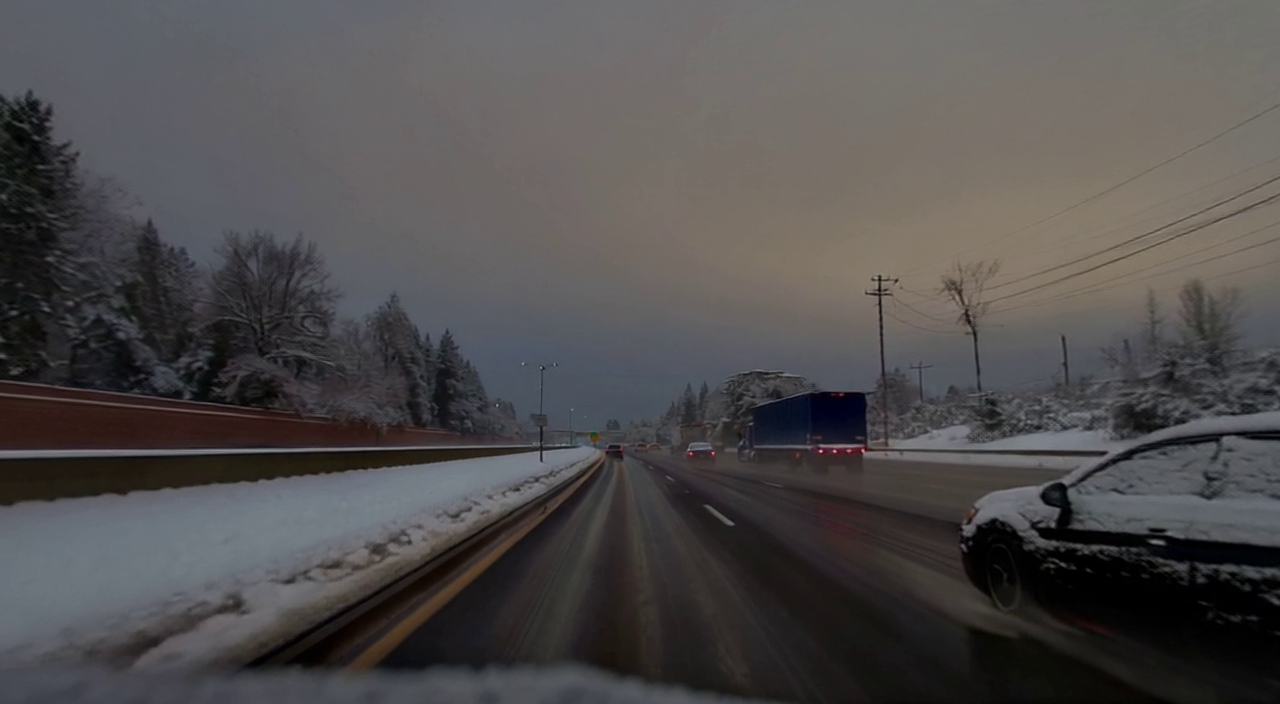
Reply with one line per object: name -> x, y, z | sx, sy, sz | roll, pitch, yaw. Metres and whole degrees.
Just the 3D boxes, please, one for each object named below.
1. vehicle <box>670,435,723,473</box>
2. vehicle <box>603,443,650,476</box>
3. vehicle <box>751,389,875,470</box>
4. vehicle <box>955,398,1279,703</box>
vehicle -> 2.877, 5.326, 33.203 | 2.114, 1.849, 4.692 | 0, -9, -3
vehicle -> -0.671, 5.131, 30.438 | 2.083, 1.477, 3.965 | 0, -9, -2
vehicle -> 10.225, 5.109, 40.145 | 2.914, 4.134, 15.553 | 0, -9, -2
vehicle -> 3.498, 0.976, 2.872 | 1.922, 1.465, 4.165 | 0, -9, -1
